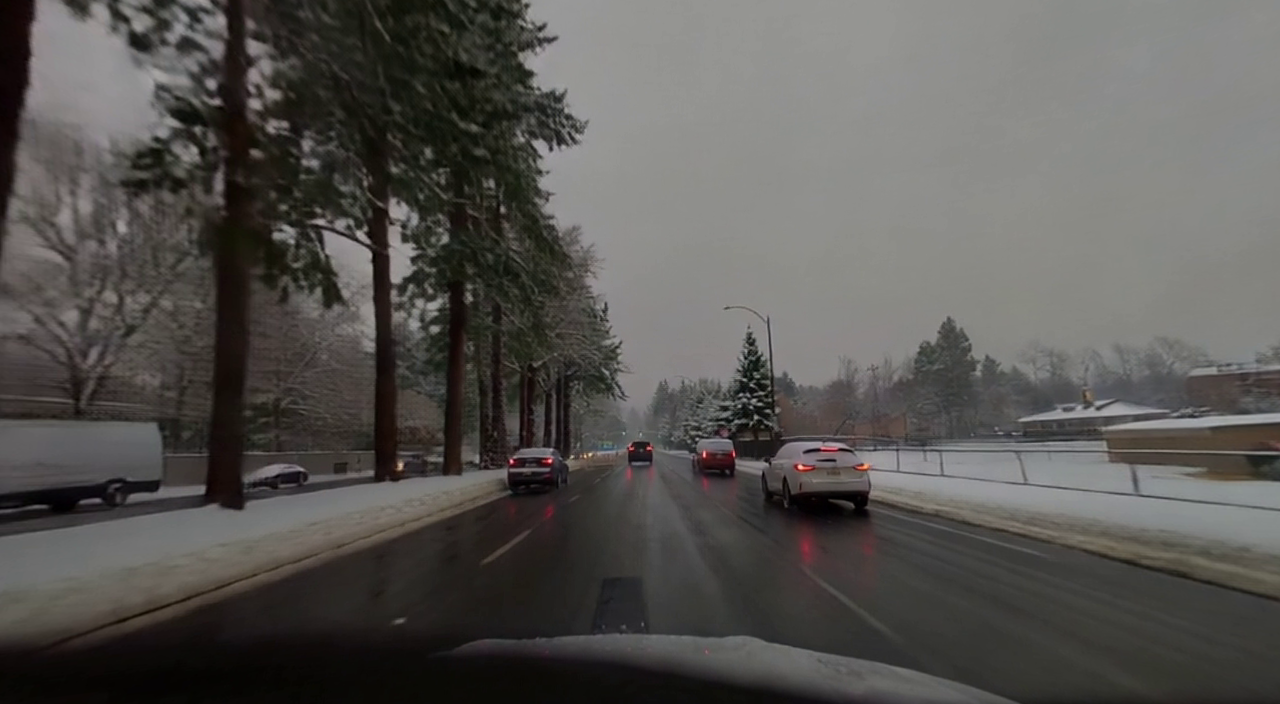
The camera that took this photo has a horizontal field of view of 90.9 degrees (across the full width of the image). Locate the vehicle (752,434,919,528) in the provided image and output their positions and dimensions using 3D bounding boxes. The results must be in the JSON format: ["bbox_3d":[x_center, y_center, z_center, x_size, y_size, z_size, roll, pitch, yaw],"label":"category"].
[{"bbox_3d":[3.564,2.424,12.422,1.919,1.502,4.232,0,-9,0],"label":"vehicle"}]

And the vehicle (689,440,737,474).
[{"bbox_3d":[3.846,5.617,34.008,1.980,1.709,4.367,0,-9,-1],"label":"vehicle"}]

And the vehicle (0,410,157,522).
[{"bbox_3d":[-22.986,4.042,22.530,2.833,3.735,11.042,0,-8,-1],"label":"vehicle"}]

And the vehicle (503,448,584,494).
[{"bbox_3d":[-3.050,3.842,20.782,2.013,1.354,3.908,0,-9,0],"label":"vehicle"}]

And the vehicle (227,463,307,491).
[{"bbox_3d":[-22.535,7.549,38.299,1.908,1.483,4.835,0,-9,0],"label":"vehicle"}]

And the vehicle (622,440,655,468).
[{"bbox_3d":[-0.137,7.226,44.946,2.247,1.882,4.603,0,-9,-1],"label":"vehicle"}]

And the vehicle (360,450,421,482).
[{"bbox_3d":[-16.334,7.465,41.603,2.011,1.892,4.711,0,-8,1],"label":"vehicle"}]
